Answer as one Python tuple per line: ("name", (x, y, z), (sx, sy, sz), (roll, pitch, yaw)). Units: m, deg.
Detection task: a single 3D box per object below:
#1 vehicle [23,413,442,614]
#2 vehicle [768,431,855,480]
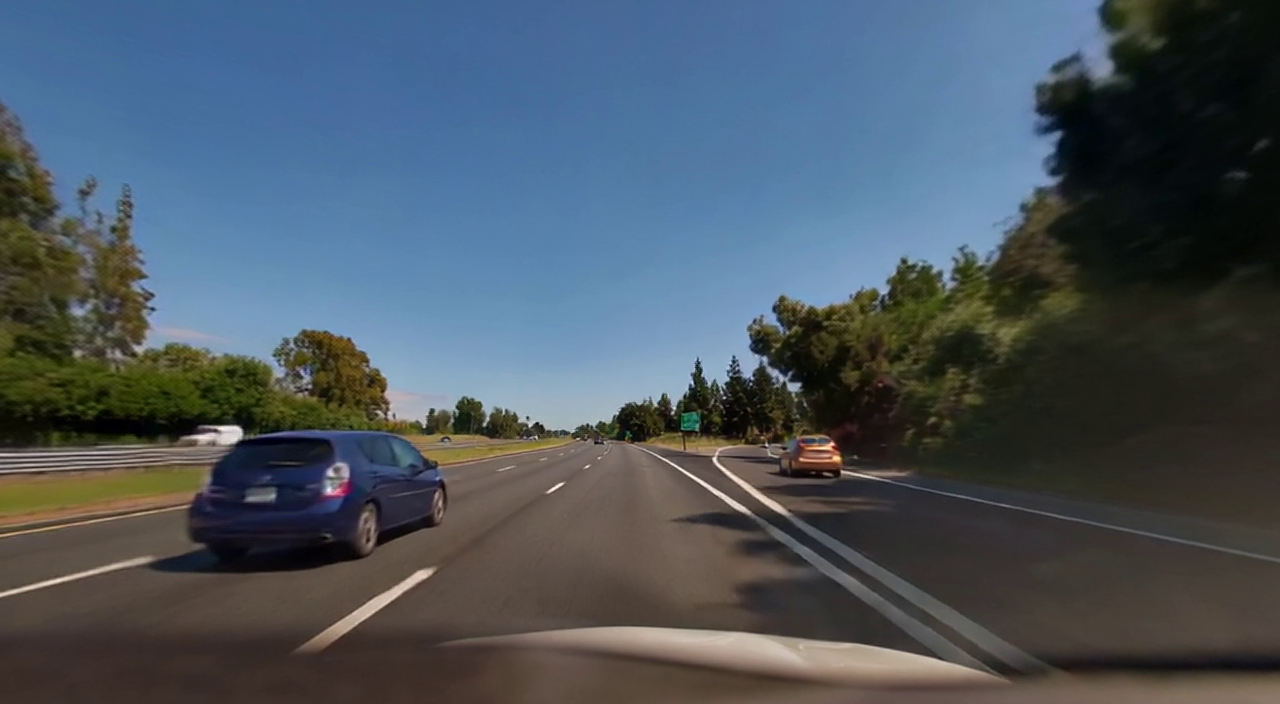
("vehicle", (-3.858, 1.547, 7.018), (2.008, 1.567, 3.959), (0, -8, 0))
("vehicle", (6.257, 3.809, 23.578), (2.084, 1.614, 4.762), (-1, -8, 2))
